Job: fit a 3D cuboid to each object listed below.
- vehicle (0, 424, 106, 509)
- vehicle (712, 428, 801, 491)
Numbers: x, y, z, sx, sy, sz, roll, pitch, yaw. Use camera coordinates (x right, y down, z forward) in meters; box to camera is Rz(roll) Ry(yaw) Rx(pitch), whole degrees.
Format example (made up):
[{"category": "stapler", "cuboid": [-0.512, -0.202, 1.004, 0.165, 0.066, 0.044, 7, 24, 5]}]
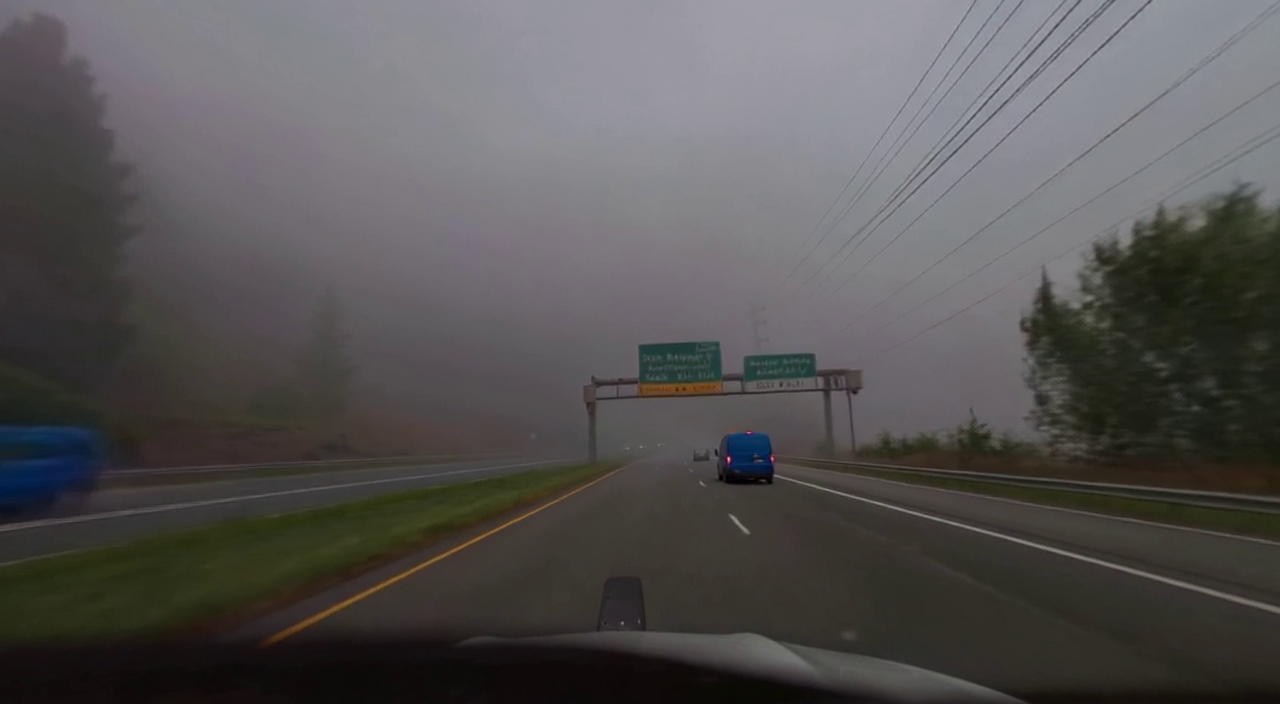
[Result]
[{"category": "vehicle", "cuboid": [-17.415, 3.032, 16.798, 2.055, 2.164, 4.594, 0, -9, 4]}, {"category": "vehicle", "cuboid": [3.950, 3.780, 22.370, 2.261, 1.969, 5.104, 0, -9, 1]}]
